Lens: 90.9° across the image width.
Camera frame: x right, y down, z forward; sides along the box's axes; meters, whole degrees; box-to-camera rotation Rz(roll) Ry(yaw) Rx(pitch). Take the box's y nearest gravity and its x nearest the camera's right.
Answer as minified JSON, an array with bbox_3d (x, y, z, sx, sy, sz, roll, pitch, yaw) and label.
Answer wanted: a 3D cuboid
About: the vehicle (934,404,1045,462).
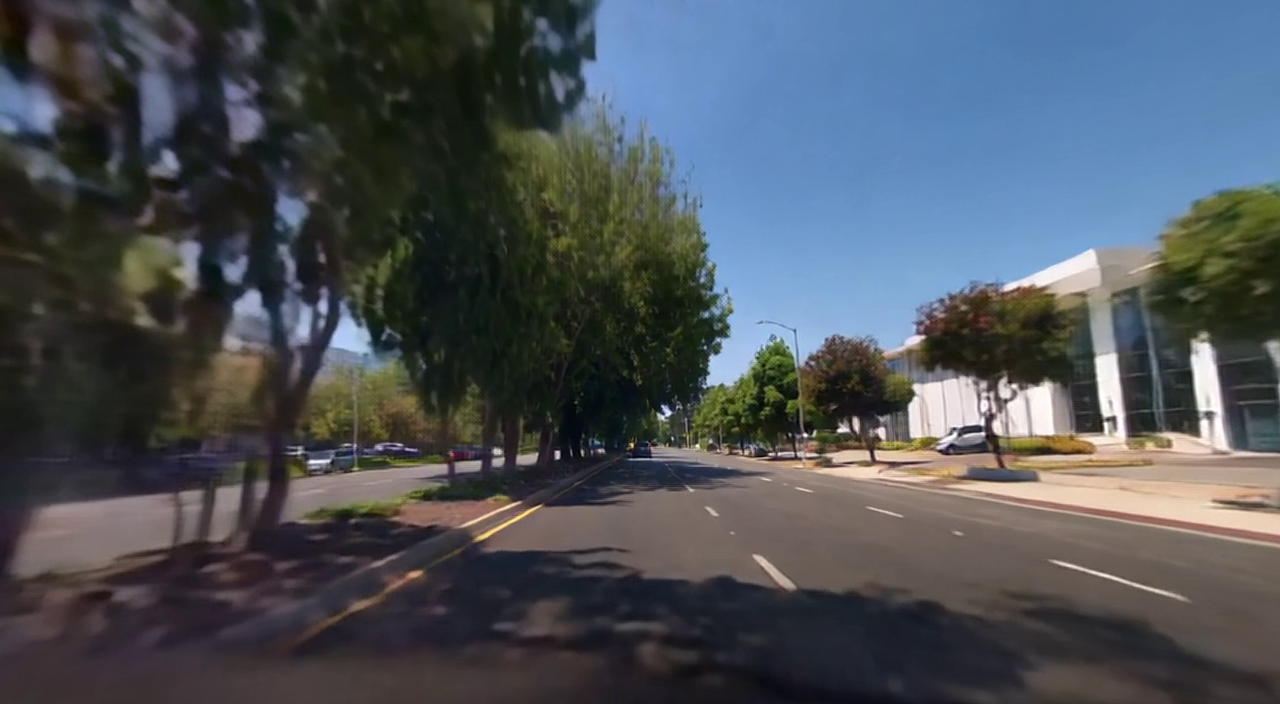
[{"bbox_3d":[21.991,5.218,40.206,3.006,3.375,6.598,0,-8,-2],"label":"vehicle"}]

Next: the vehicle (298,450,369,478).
[{"bbox_3d":[-18.914,6.908,39.164,1.814,1.577,5.024,0,-8,1],"label":"vehicle"}]

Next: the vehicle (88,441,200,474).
[{"bbox_3d":[-26.437,5.625,33.693,4.314,1.680,1.822,1,-8,-3],"label":"vehicle"}]

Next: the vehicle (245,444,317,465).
[{"bbox_3d":[-27.623,7.903,48.615,4.336,1.560,1.980,0,-8,0],"label":"vehicle"}]

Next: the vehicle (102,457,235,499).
[{"bbox_3d":[-18.819,5.025,25.489,1.806,1.454,4.599,0,-8,1],"label":"vehicle"}]
